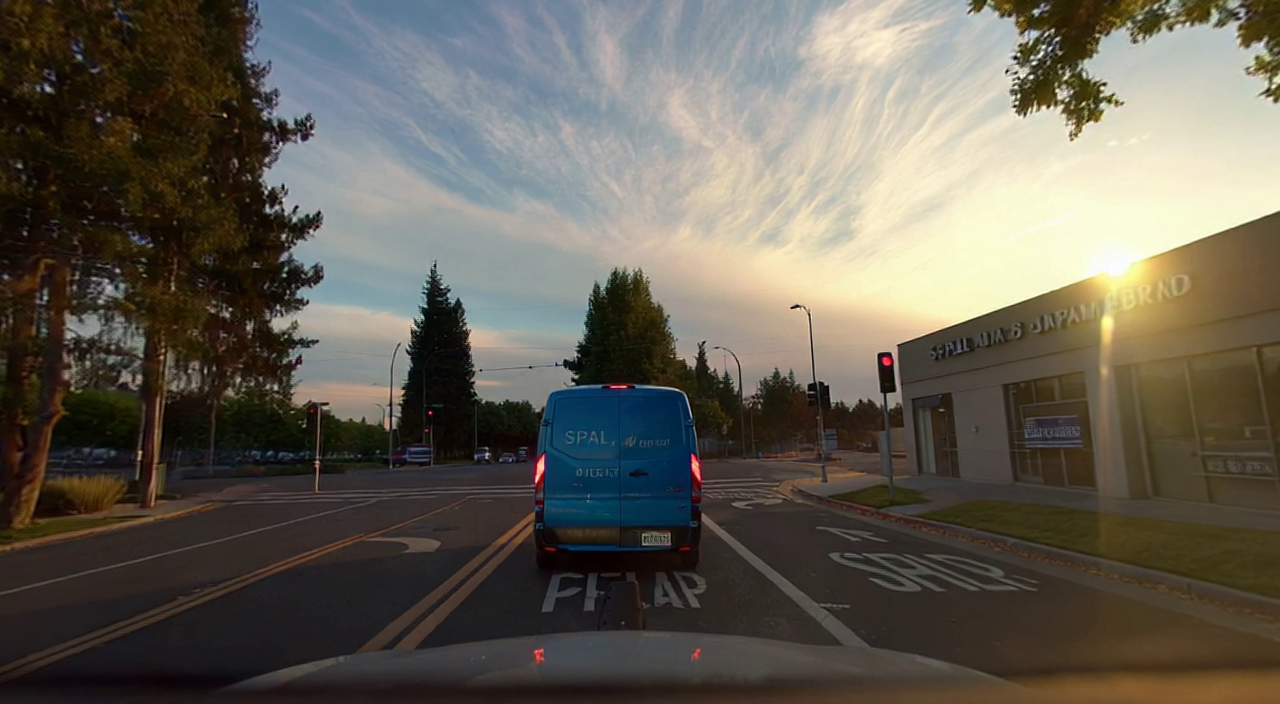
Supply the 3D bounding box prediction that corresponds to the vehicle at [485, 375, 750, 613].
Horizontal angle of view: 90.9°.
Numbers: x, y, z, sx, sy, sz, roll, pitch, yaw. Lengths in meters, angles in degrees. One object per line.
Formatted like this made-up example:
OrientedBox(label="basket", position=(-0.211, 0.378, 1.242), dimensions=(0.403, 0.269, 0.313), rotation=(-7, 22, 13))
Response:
OrientedBox(label="vehicle", position=(-0.307, 1.469, 7.285), dimensions=(2.181, 1.949, 3.932), rotation=(1, -9, -4))
